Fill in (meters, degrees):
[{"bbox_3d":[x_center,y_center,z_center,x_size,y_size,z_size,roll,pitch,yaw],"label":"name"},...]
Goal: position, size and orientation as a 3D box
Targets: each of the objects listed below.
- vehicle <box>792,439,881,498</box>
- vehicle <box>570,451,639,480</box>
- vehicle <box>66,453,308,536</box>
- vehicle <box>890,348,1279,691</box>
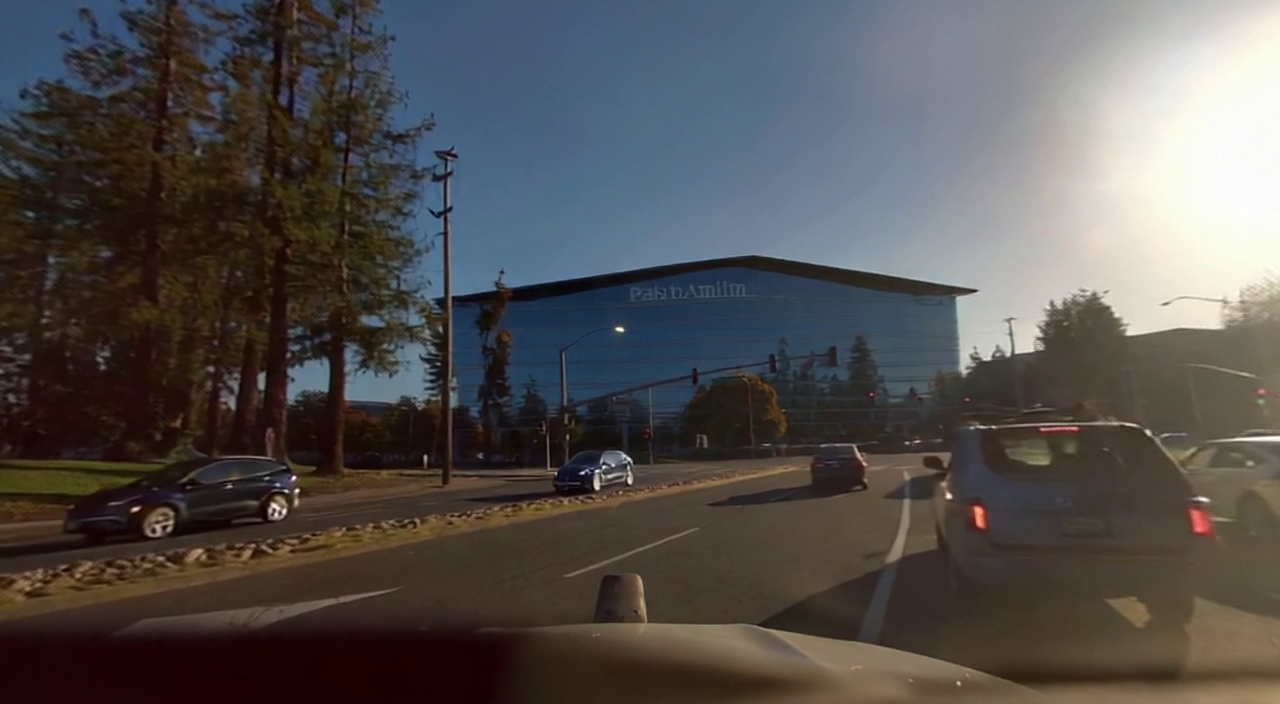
[{"bbox_3d":[5.941,3.396,18.720,2.010,1.515,4.152,-4,-9,23],"label":"vehicle"},{"bbox_3d":[-1.948,6.451,36.156,2.005,1.489,4.650,-4,-10,24],"label":"vehicle"},{"bbox_3d":[-11.221,3.464,16.031,2.018,1.715,4.451,-4,-10,25],"label":"vehicle"},{"bbox_3d":[3.657,1.280,5.942,2.188,1.892,4.488,-4,-9,23],"label":"vehicle"}]
